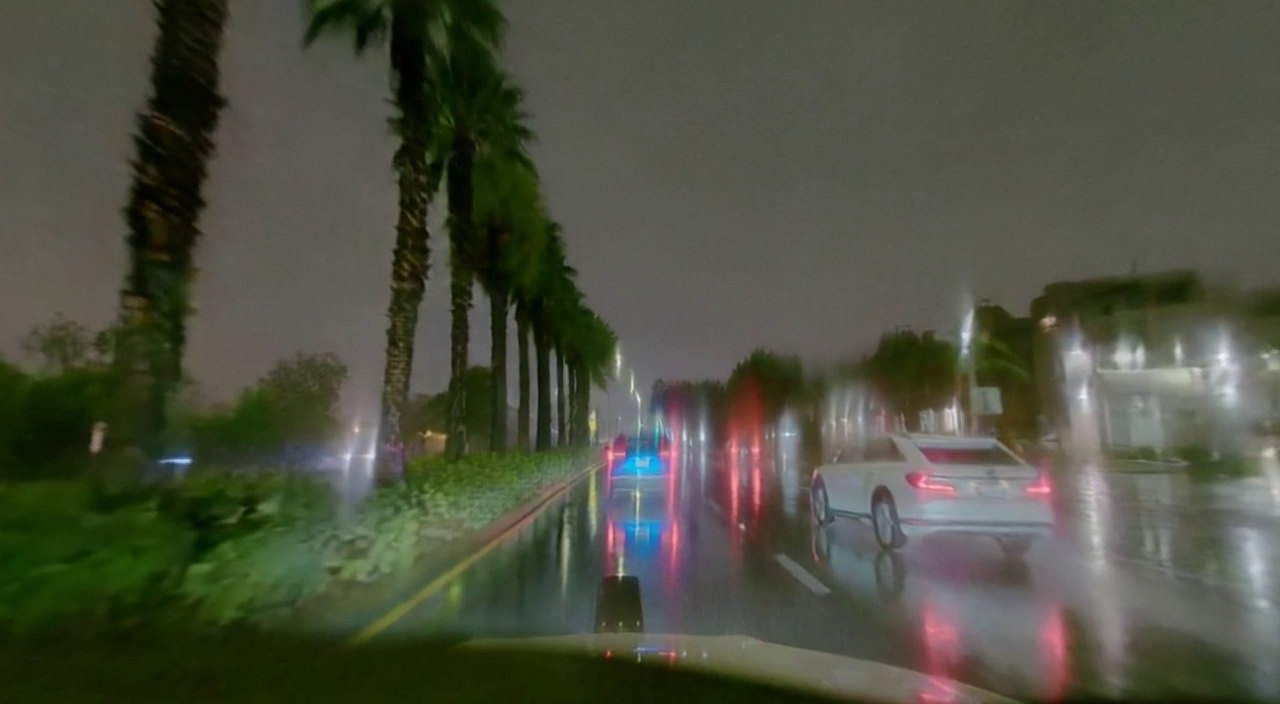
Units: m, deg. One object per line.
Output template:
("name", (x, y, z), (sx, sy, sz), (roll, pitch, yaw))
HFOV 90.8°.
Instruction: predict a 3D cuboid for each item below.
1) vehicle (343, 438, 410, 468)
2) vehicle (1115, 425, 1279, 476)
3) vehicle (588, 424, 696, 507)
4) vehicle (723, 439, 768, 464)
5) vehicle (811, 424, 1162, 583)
("vehicle", (-17.573, 6.754, 42.416), (2.127, 1.883, 5.167), (0, -8, 1))
("vehicle", (19.399, 3.390, 21.807), (4.392, 1.628, 1.982), (0, -8, -3))
("vehicle", (0.025, 2.675, 15.317), (2.239, 1.693, 4.301), (0, -8, 0))
("vehicle", (6.648, 6.314, 40.292), (1.930, 1.457, 4.267), (0, -8, -2))
("vehicle", (3.883, 1.759, 8.273), (1.941, 1.472, 4.570), (0, -8, -1))
